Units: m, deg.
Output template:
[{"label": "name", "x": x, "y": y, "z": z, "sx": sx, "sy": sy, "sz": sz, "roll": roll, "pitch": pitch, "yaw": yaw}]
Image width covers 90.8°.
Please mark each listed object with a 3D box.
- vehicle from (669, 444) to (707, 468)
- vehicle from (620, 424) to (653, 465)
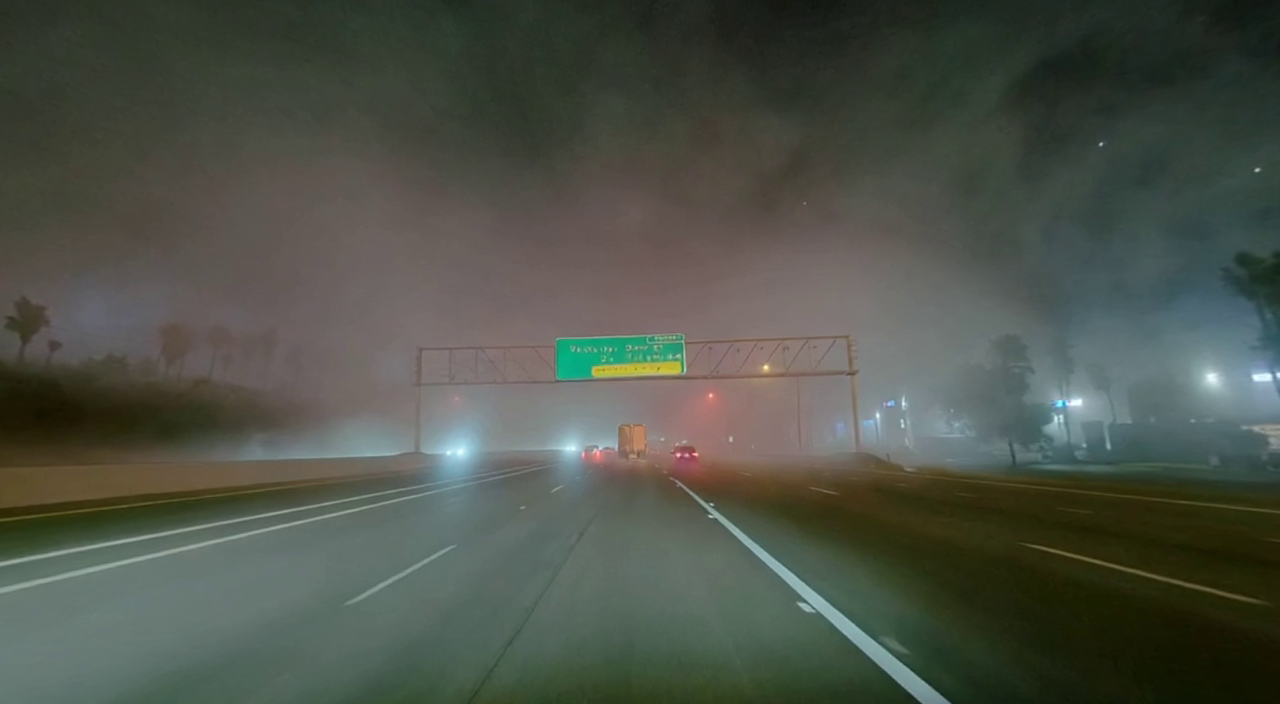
[{"label": "vehicle", "x": 3.070, "y": 6.716, "z": 40.977, "sx": 2.049, "sy": 1.485, "sz": 4.106, "roll": 0, "pitch": -8, "yaw": -1}, {"label": "vehicle", "x": -0.315, "y": 7.193, "z": 49.106, "sx": 2.364, "sy": 2.953, "sz": 6.495, "roll": 0, "pitch": -8, "yaw": -1}]
